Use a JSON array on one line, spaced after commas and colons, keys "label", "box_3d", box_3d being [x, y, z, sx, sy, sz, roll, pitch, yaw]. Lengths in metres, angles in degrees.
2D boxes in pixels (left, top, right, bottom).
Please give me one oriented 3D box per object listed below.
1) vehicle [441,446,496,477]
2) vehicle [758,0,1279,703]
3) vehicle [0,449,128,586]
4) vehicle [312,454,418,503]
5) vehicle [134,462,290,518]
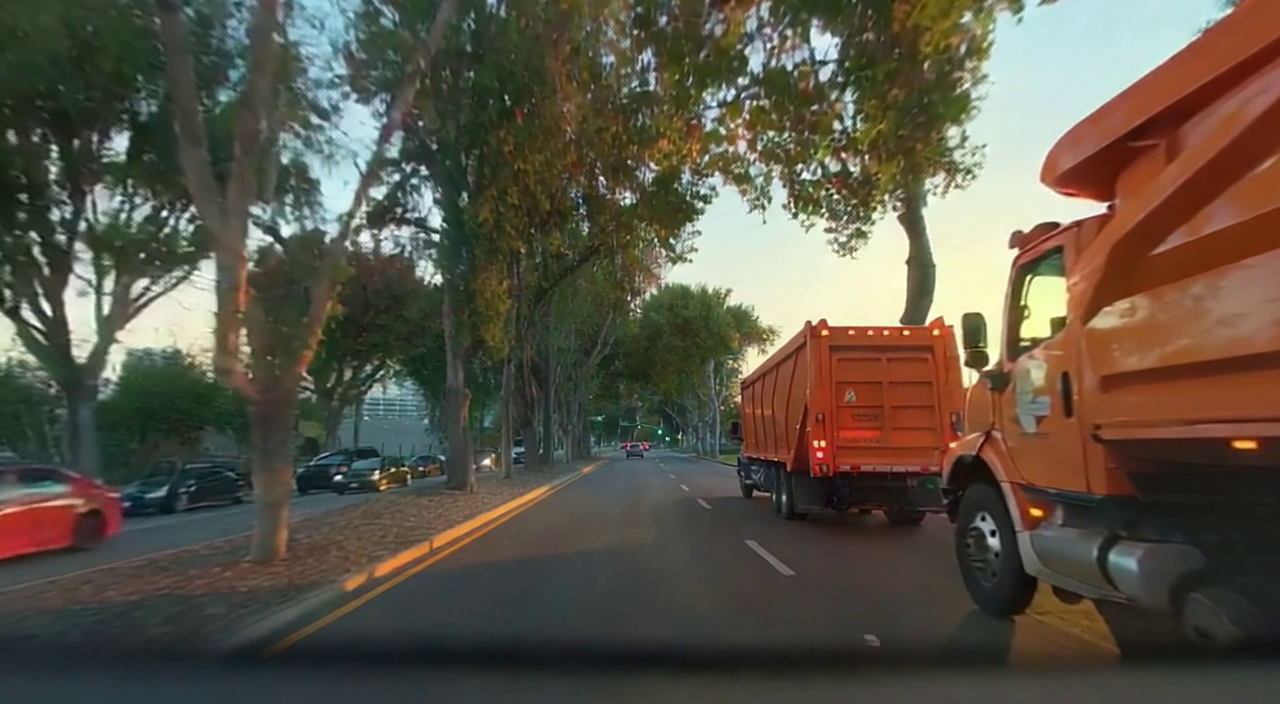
[{"label": "vehicle", "box_3d": [-10.288, 6.595, 38.230, 2.089, 1.754, 4.573, 0, -9, -1]}, {"label": "vehicle", "box_3d": [3.679, 0.552, 6.463, 2.731, 3.407, 10.262, 0, -9, -1]}, {"label": "vehicle", "box_3d": [-9.237, 2.103, 7.914, 1.959, 1.749, 4.488, 0, -9, -2]}, {"label": "vehicle", "box_3d": [-9.708, 4.453, 22.715, 1.953, 1.539, 4.326, 0, -9, -2]}, {"label": "vehicle", "box_3d": [-13.275, 4.266, 20.004, 1.803, 1.427, 4.604, 0, -9, -2]}]
